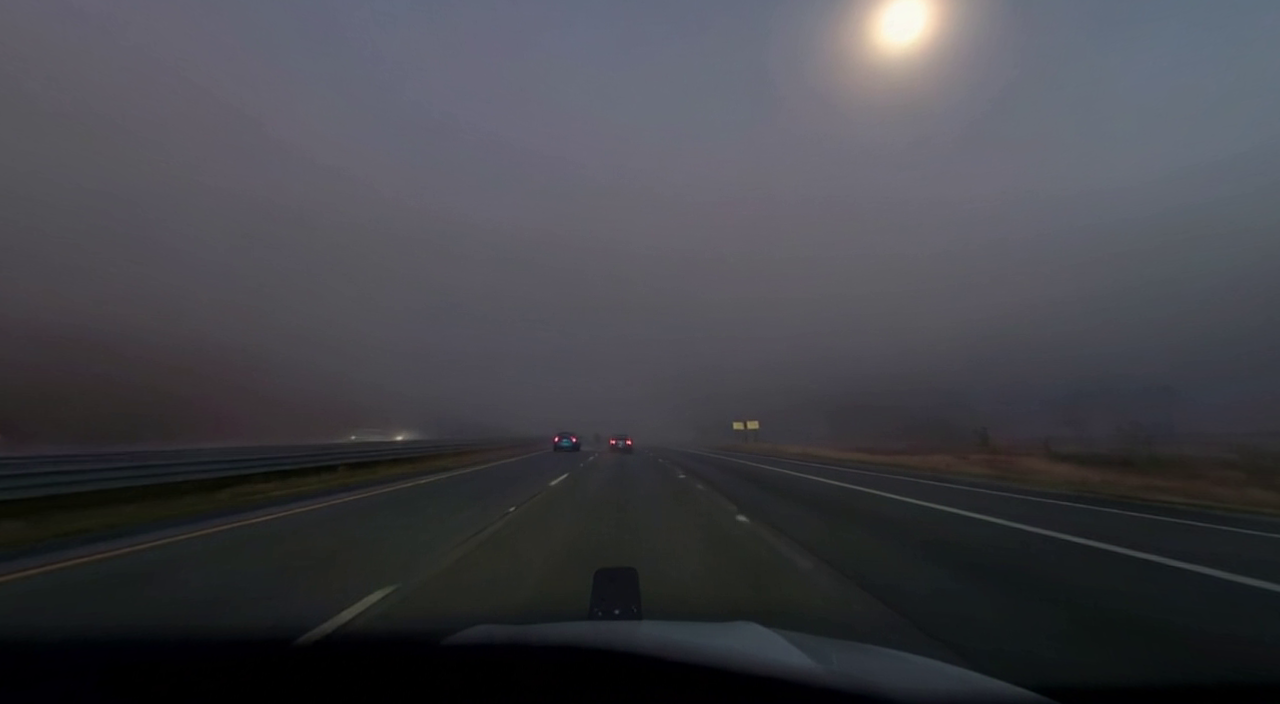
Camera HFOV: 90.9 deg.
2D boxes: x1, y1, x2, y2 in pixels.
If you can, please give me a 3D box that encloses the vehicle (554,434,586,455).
[{"bbox_3d":[-5.421,7.158,49.186,2.141,1.534,5.099,0,-8,-3],"label":"vehicle"}]
